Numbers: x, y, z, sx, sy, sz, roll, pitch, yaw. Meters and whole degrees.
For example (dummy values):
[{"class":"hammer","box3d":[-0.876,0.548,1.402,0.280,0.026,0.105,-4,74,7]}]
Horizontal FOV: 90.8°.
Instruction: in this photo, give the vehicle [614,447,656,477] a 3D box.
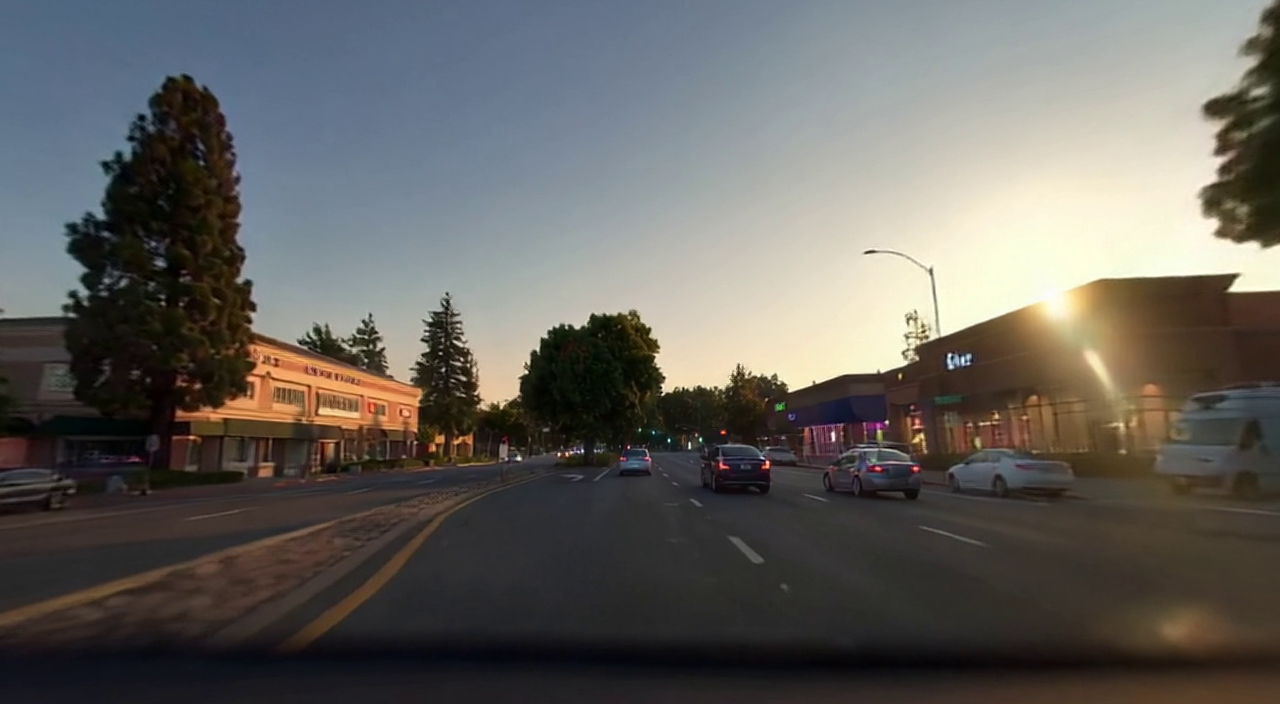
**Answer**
[{"class":"vehicle","box3d":[-0.275,5.653,32.741,2.052,1.461,4.324,0,-9,-1]}]

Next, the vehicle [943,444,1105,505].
[{"class":"vehicle","box3d":[10.597,3.378,17.850,2.000,1.514,3.811,0,-9,-4]}]

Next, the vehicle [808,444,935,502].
[{"class":"vehicle","box3d":[6.591,3.475,18.630,1.952,1.449,4.544,0,-9,-1]}]

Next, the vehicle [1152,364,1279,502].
[{"class":"vehicle","box3d":[17.566,2.013,15.693,7.127,3.093,2.760,0,-9,0]}]

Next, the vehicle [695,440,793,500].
[{"class":"vehicle","box3d":[2.948,3.467,19.017,2.072,1.545,4.578,0,-9,-1]}]
